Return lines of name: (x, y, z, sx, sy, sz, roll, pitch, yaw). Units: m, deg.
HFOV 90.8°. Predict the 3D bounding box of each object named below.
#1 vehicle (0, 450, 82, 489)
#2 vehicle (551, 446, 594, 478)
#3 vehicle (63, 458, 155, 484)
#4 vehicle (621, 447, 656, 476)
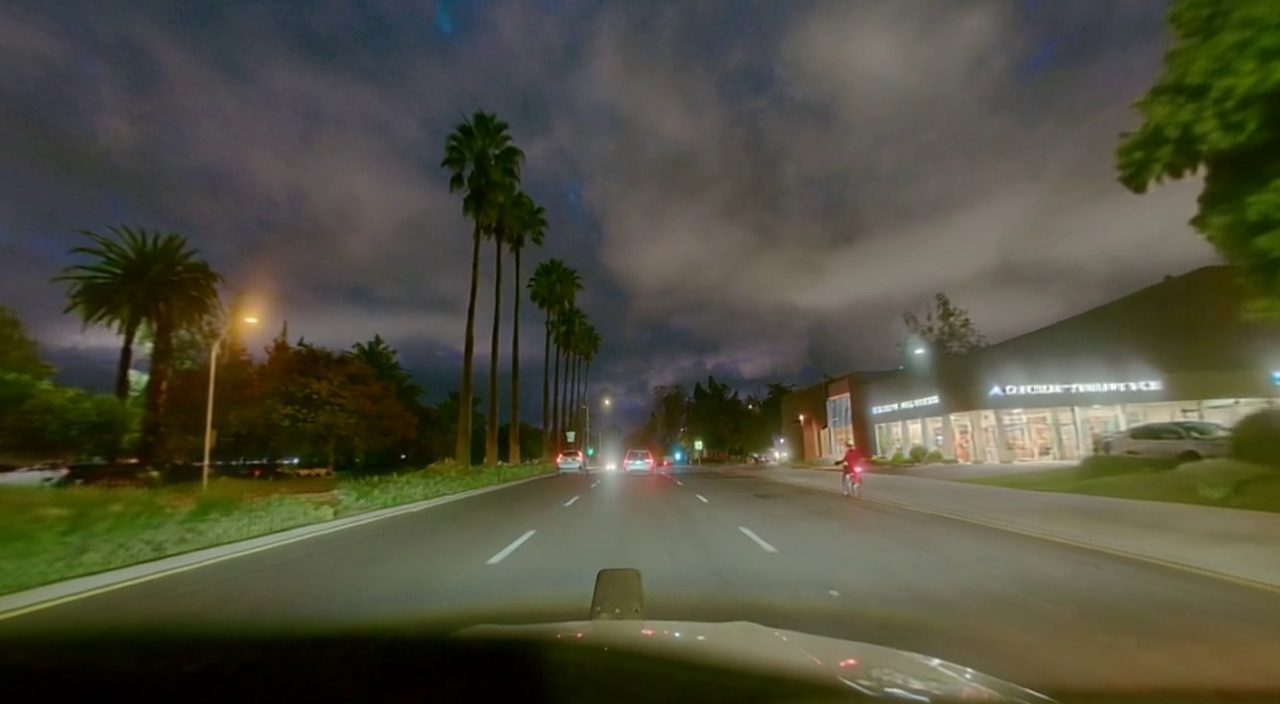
vehicle: (-34.470, 6.523, 34.868, 5.109, 2.014, 2.269, -2, -10, 2)
vehicle: (-3.946, 6.501, 37.644, 2.071, 1.744, 4.500, 0, -9, 1)
vehicle: (-35.179, 7.876, 41.943, 4.274, 1.625, 2.070, -1, -9, 2)
vehicle: (-0.120, 6.694, 38.928, 2.102, 1.653, 3.698, 0, -9, -1)
